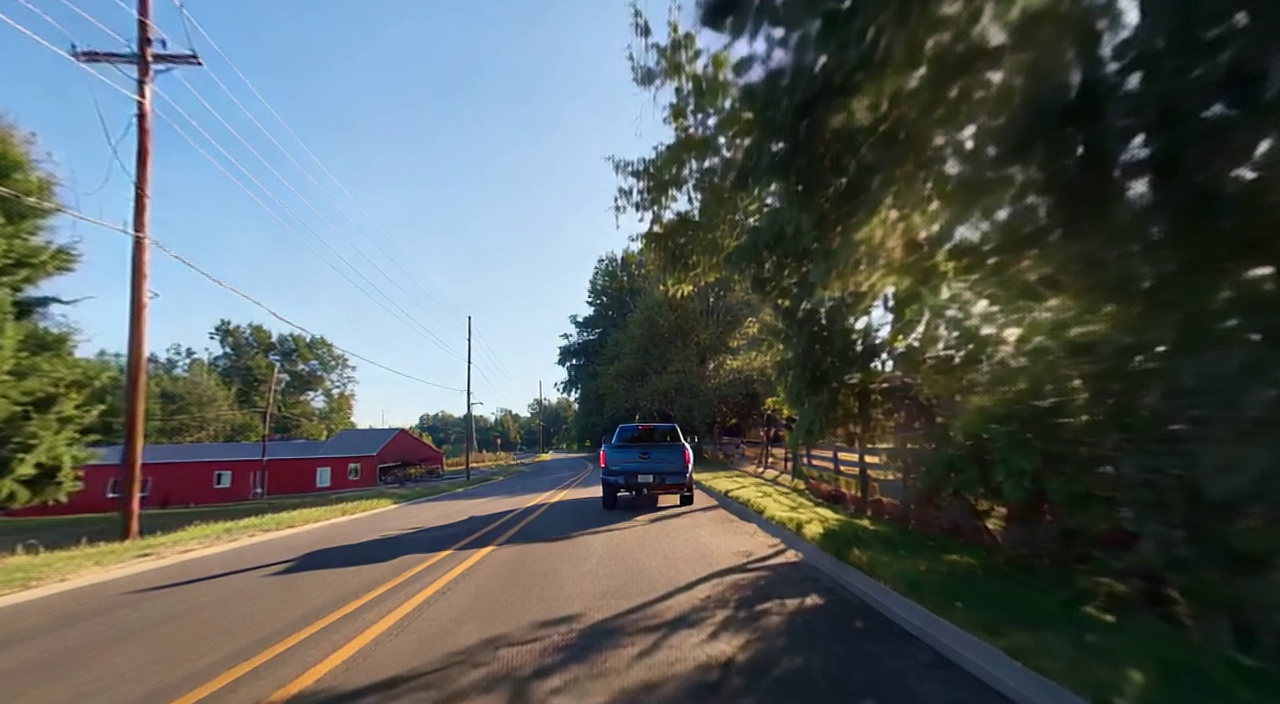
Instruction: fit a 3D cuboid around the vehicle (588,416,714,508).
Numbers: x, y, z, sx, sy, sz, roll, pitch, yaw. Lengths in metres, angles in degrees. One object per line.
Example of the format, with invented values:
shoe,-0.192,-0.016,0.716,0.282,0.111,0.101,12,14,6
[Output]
vehicle,0.146,2.817,16.712,2.693,1.941,6.356,0,-8,-2
